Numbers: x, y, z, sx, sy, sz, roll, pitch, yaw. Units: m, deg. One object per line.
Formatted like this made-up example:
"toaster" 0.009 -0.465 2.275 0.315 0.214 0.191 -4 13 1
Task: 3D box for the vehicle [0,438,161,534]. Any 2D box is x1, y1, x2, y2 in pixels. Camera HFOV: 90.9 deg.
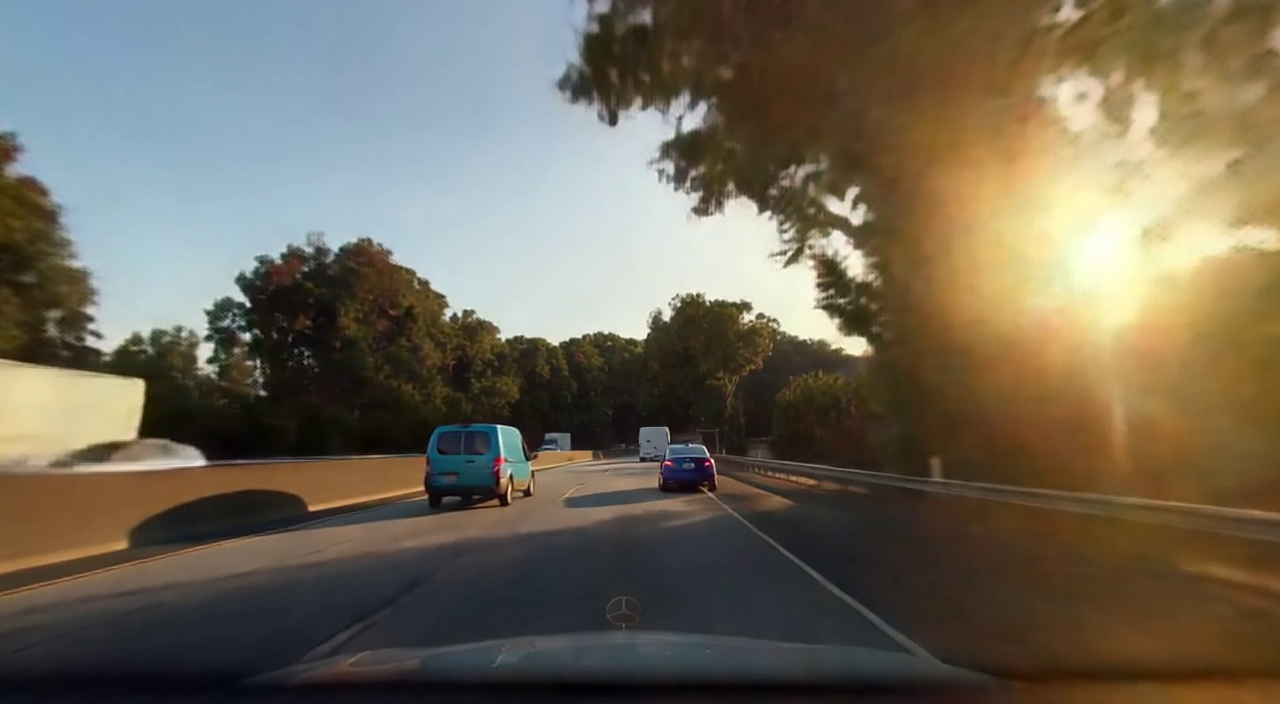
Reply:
"vehicle" -12.614 2.661 12.886 1.984 1.727 4.551 0 -9 0

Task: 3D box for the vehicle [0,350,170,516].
"vehicle" -17.402 1.681 13.518 2.897 4.077 15.052 0 -9 1

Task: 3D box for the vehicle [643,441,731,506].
"vehicle" 1.101 3.120 16.559 2.012 1.485 3.649 0 -9 0

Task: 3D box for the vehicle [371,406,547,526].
"vehicle" -3.483 2.343 13.387 2.217 2.033 4.975 0 -9 0
